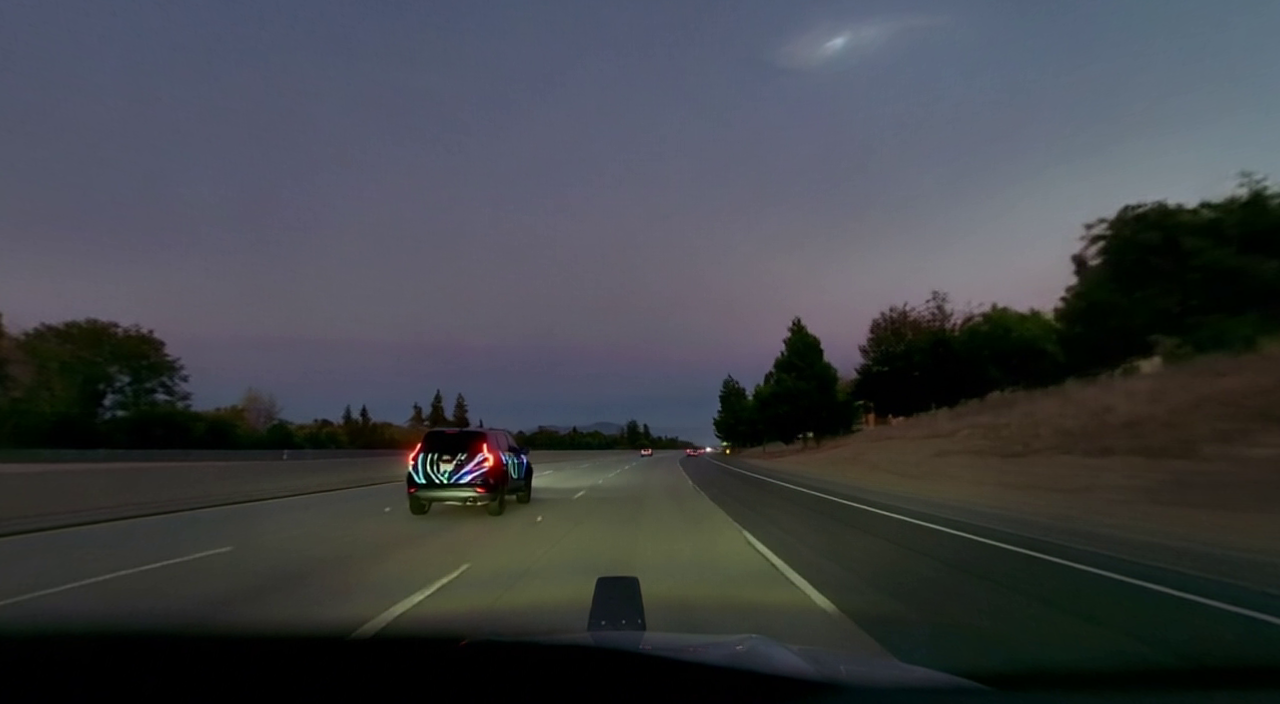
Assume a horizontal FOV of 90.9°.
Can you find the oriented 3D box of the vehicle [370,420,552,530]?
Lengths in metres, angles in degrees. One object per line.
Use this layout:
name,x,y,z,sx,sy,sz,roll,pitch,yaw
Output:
vehicle,-3.331,2.403,12.938,2.183,1.803,4.685,0,-8,2
